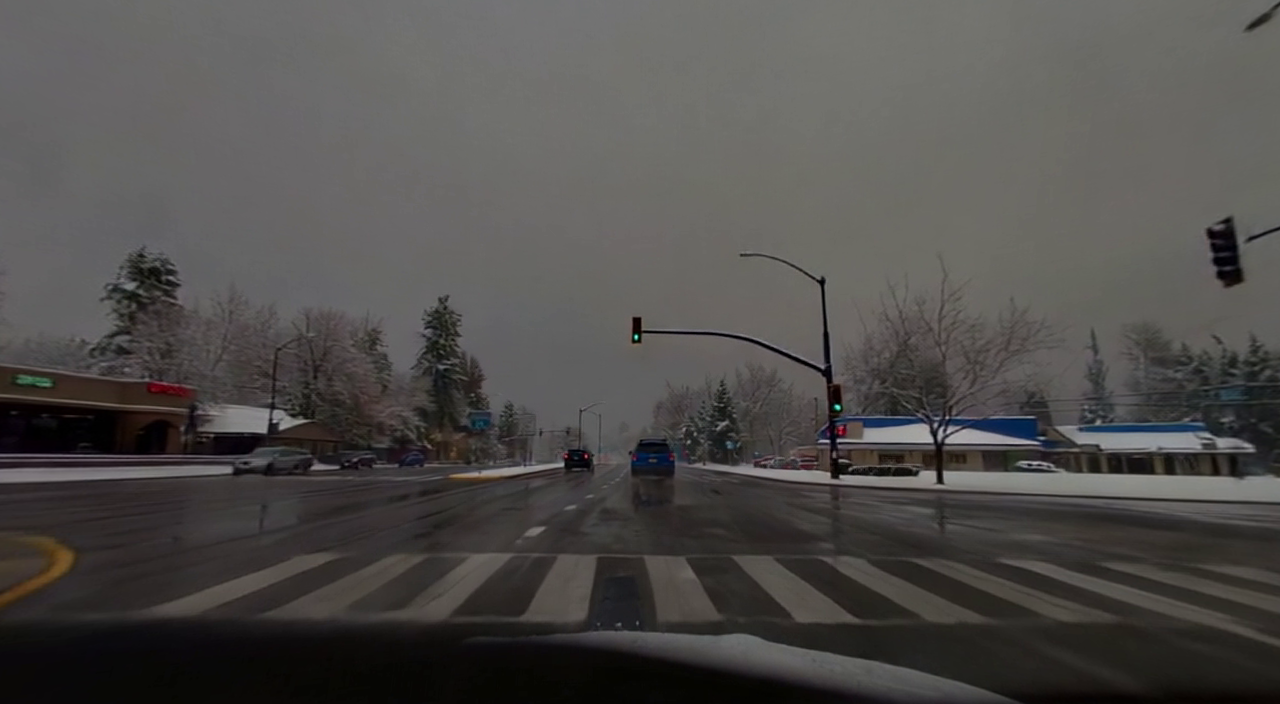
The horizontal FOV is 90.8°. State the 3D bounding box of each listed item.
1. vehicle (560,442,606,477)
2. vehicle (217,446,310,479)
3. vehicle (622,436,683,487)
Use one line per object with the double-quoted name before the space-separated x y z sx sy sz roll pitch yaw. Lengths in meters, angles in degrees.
"vehicle" -3.216 6.175 36.630 2.202 1.856 4.516 0 -8 1
"vehicle" -19.660 5.773 33.305 1.948 1.586 4.962 0 -8 -1
"vehicle" 0.458 4.471 26.208 2.273 1.909 5.075 0 -8 0
